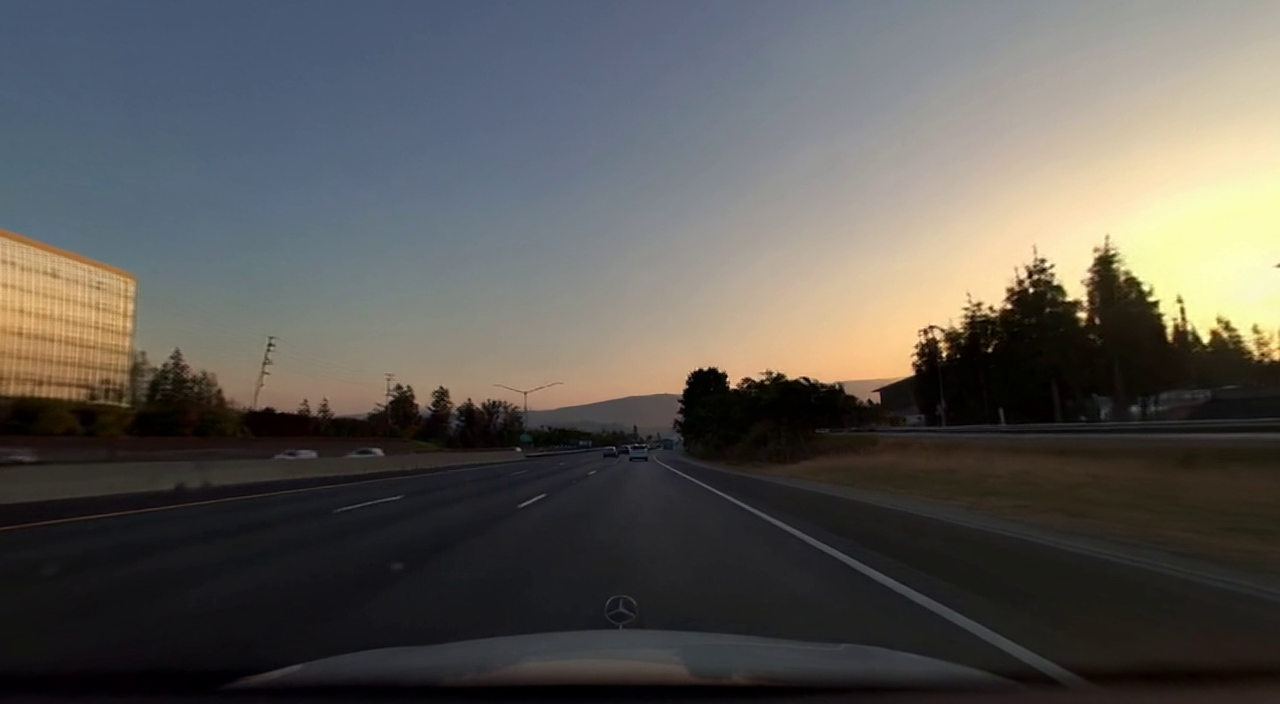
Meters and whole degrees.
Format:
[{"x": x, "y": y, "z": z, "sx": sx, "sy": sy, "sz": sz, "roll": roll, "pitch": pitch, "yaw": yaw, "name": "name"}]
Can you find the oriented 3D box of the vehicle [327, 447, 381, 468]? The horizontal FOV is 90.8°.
[{"x": -21.679, "y": 8.022, "z": 48.098, "sx": 1.826, "sy": 1.466, "sz": 4.630, "roll": -1, "pitch": -9, "yaw": 1, "name": "vehicle"}]
